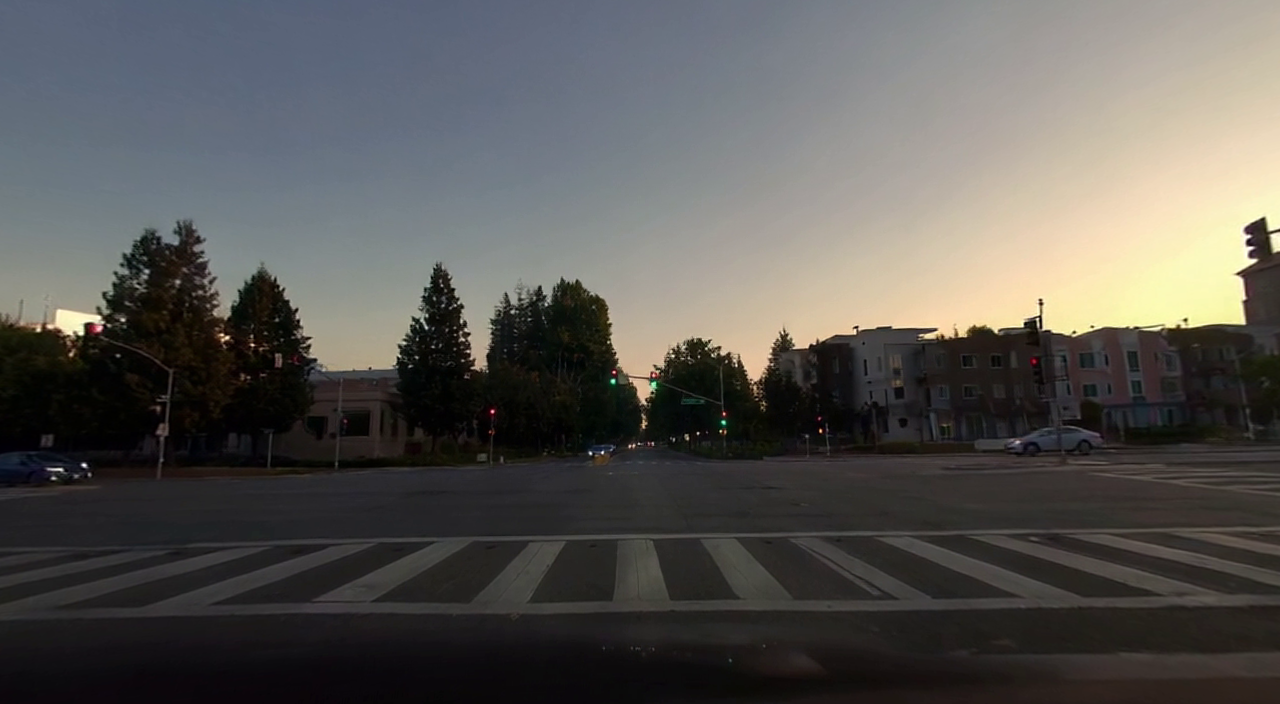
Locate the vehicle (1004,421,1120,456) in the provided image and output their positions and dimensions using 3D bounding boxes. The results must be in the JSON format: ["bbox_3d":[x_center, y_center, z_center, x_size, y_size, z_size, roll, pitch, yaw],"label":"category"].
[{"bbox_3d":[21.516,4.433,32.261,4.483,1.691,1.949,0,-8,1],"label":"vehicle"}]

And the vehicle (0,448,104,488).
[{"bbox_3d":[-25.227,4.766,26.085,4.332,1.573,1.900,0,-8,3],"label":"vehicle"}]
